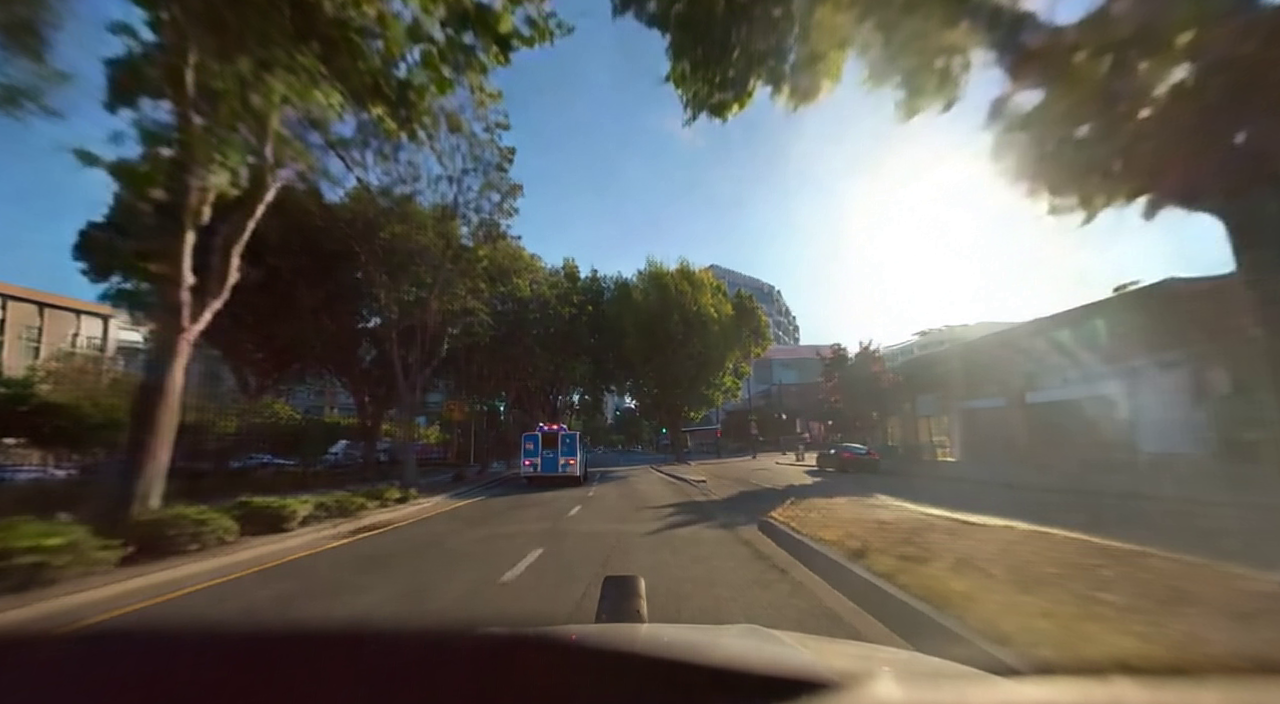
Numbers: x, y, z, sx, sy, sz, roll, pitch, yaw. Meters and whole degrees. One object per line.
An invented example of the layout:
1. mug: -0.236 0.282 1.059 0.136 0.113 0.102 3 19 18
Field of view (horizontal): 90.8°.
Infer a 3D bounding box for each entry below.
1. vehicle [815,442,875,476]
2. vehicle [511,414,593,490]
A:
1. vehicle: 11.178 5.884 34.828 1.980 1.719 4.422 -1 -9 3
2. vehicle: -3.508 4.194 26.604 2.633 2.787 5.796 0 -9 0
